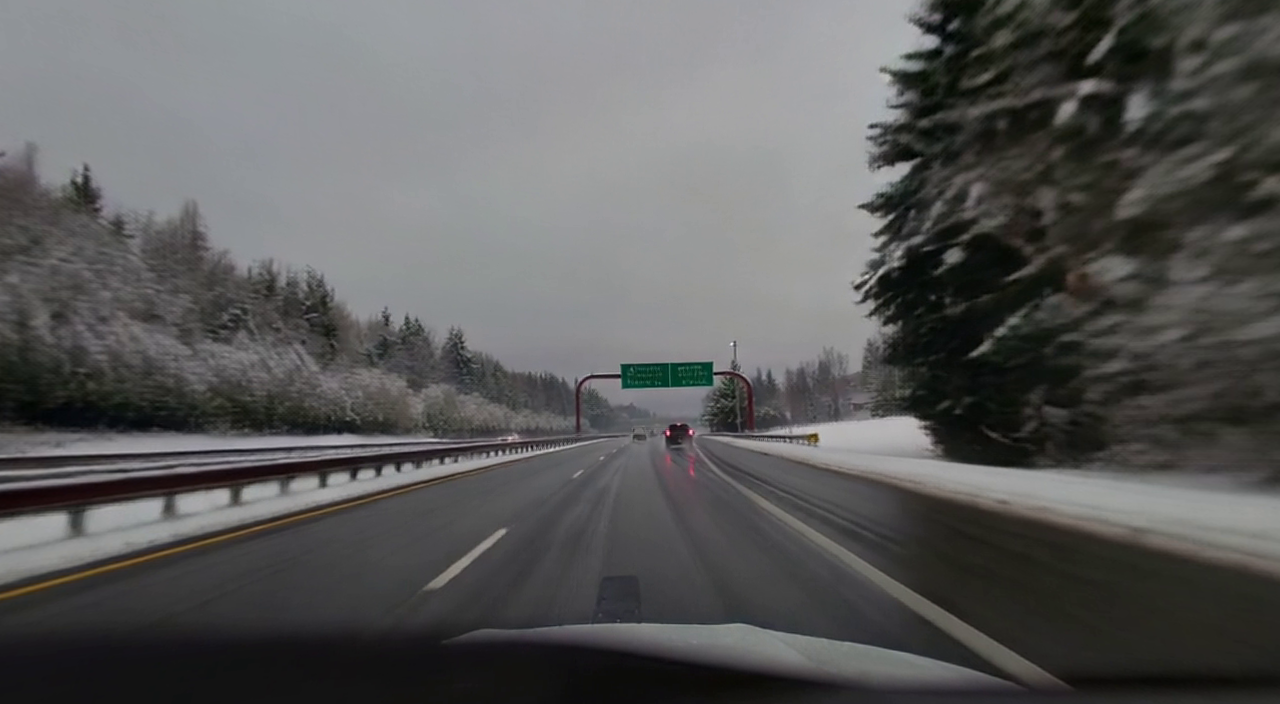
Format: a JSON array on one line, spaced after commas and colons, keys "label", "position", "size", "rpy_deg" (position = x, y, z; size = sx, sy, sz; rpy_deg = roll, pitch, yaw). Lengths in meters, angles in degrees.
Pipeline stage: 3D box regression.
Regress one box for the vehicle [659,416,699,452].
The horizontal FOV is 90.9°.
[{"label": "vehicle", "position": [2.604, 5.636, 43.362], "size": [2.450, 2.314, 4.753], "rpy_deg": [0, -8, 0]}]
